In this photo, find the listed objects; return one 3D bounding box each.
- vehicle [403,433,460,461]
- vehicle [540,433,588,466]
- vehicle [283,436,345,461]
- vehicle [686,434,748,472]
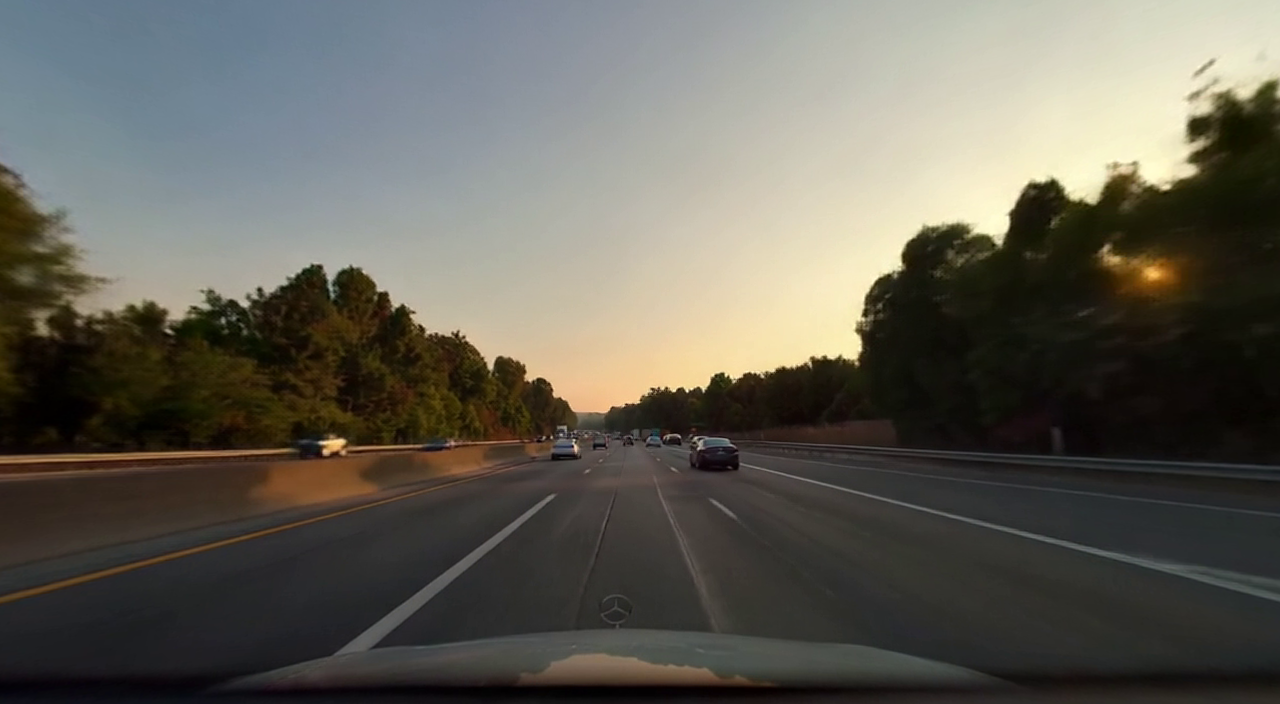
[{"bbox_3d":[-12.438,5.674,37.909,1.949,1.518,4.611,0,-8,-1],"label":"vehicle"},{"bbox_3d":[-3.982,5.162,33.772,2.011,1.614,4.808,0,-8,-1],"label":"vehicle"},{"bbox_3d":[-20.302,5.987,39.410,1.736,1.445,4.060,0,-8,-1],"label":"vehicle"},{"bbox_3d":[3.130,4.176,26.370,1.990,1.480,3.865,1,-8,-2],"label":"vehicle"}]
